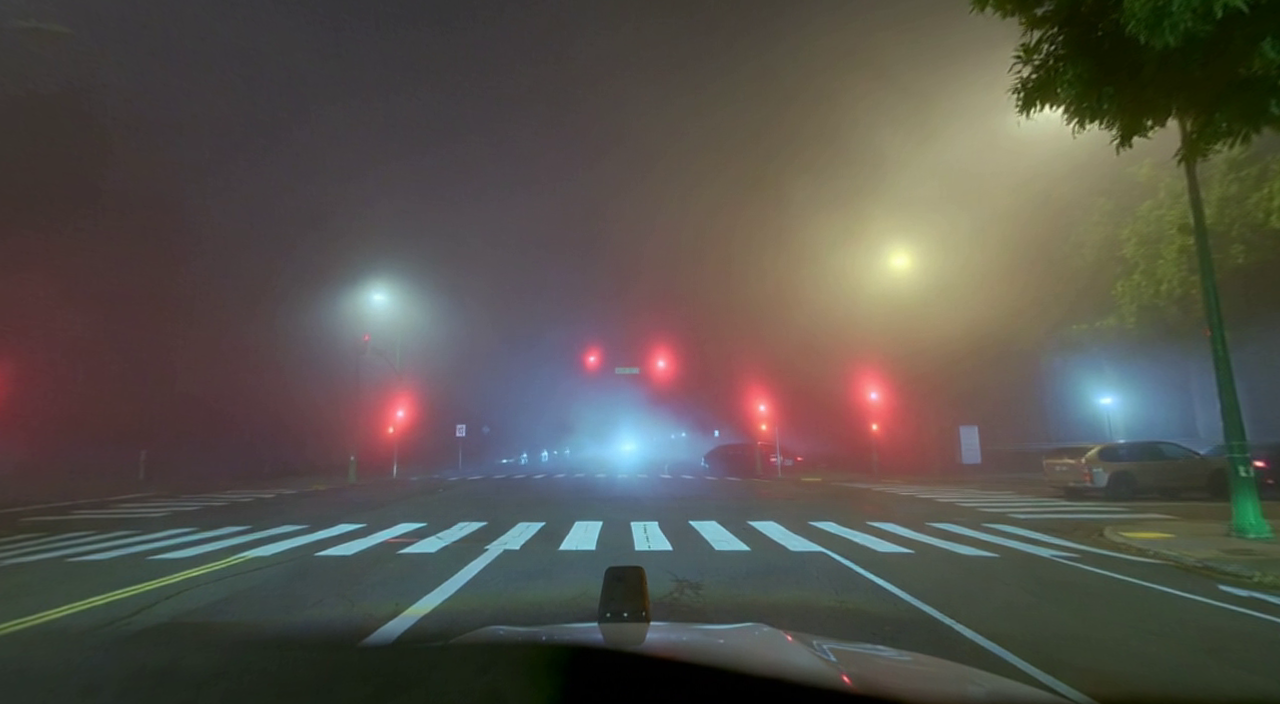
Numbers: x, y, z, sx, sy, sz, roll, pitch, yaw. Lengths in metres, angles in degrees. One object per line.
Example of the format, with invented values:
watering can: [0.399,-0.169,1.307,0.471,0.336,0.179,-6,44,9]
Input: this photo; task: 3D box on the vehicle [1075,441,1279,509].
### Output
vehicle: [12.997,2.796,14.562,4.424,1.436,1.804,-1,-9,5]
